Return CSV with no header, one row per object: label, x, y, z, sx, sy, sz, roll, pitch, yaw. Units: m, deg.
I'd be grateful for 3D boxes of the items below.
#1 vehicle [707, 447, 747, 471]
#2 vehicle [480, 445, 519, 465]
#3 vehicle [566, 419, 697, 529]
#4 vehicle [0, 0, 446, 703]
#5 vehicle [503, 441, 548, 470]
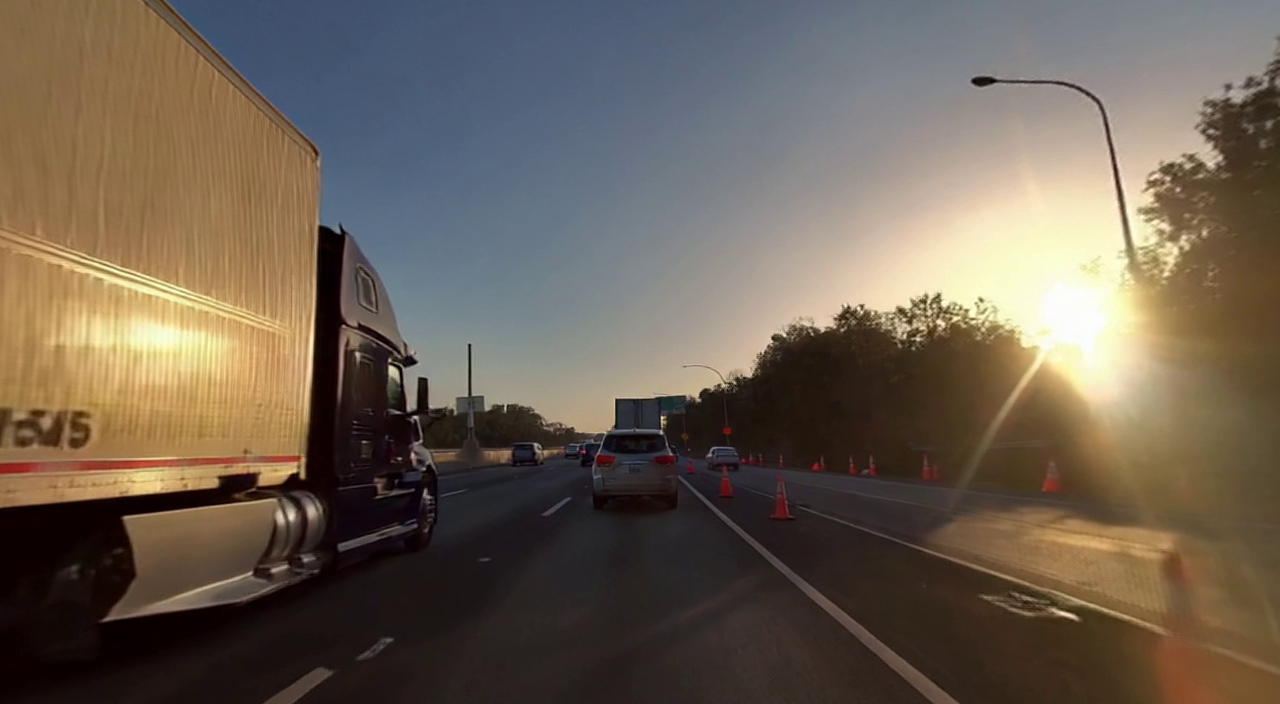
vehicle,5.615,6.966,41.289,1.918,1.479,4.571,0,-9,-1
vehicle,-11.019,8.091,49.647,1.985,1.496,4.583,0,-9,0
vehicle,-0.155,2.310,12.394,2.152,1.779,3.924,0,-9,0
vehicle,-3.827,0.043,3.036,2.990,3.885,8.243,0,-9,1
vehicle,-7.091,6.473,39.537,1.950,1.716,4.436,0,-9,1
